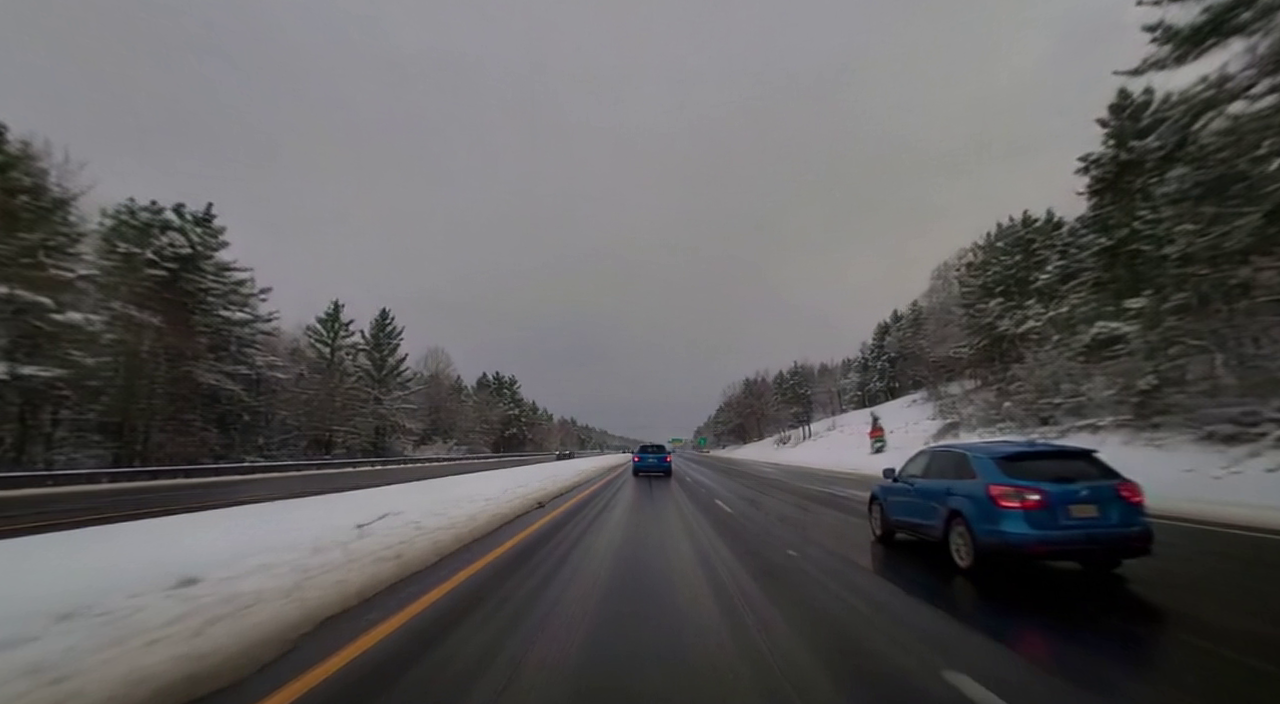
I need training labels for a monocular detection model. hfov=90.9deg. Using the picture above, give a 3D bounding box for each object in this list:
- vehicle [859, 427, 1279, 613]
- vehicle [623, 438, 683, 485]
[{"bbox_3d":[4.282,1.710,7.366,1.864,1.489,4.379,0,-9,0],"label":"vehicle"},{"bbox_3d":[0.494,4.348,25.202,2.190,1.706,4.062,0,-9,1],"label":"vehicle"}]
